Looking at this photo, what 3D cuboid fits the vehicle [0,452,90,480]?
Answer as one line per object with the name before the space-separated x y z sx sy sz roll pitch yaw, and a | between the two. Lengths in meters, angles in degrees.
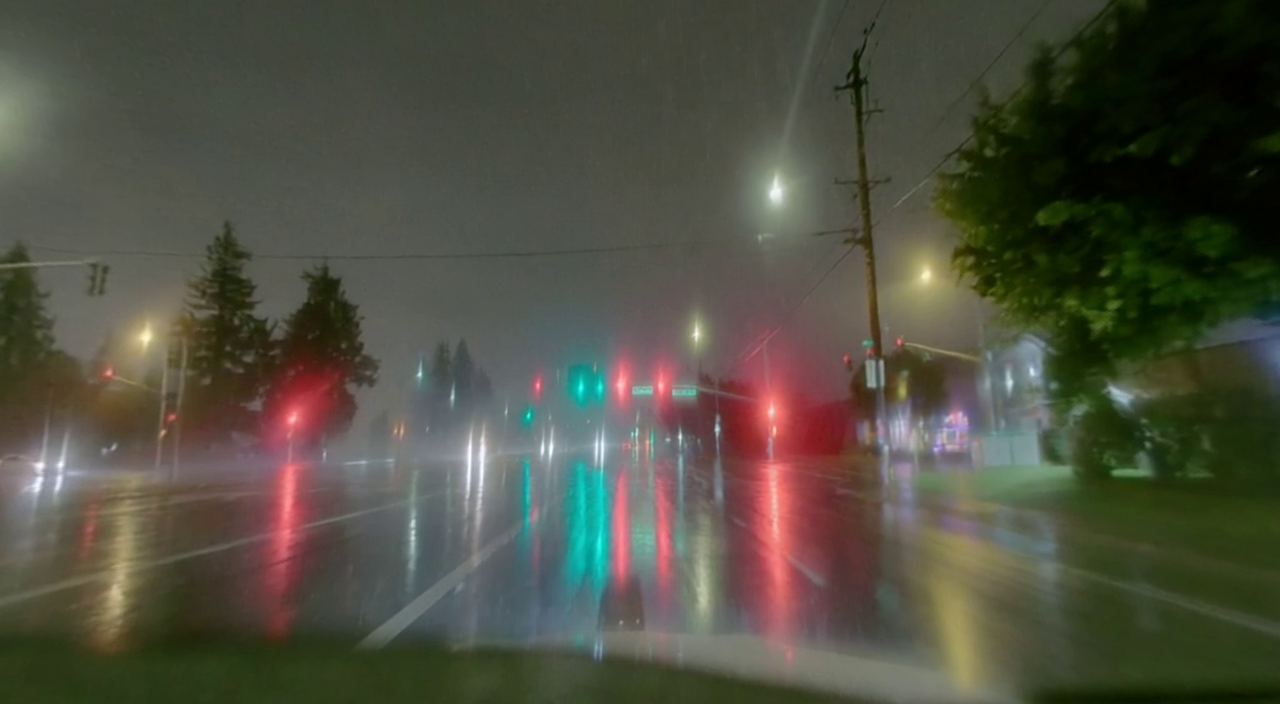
vehicle | -34.333 6.435 35.781 4.500 1.465 1.936 0 -9 1
